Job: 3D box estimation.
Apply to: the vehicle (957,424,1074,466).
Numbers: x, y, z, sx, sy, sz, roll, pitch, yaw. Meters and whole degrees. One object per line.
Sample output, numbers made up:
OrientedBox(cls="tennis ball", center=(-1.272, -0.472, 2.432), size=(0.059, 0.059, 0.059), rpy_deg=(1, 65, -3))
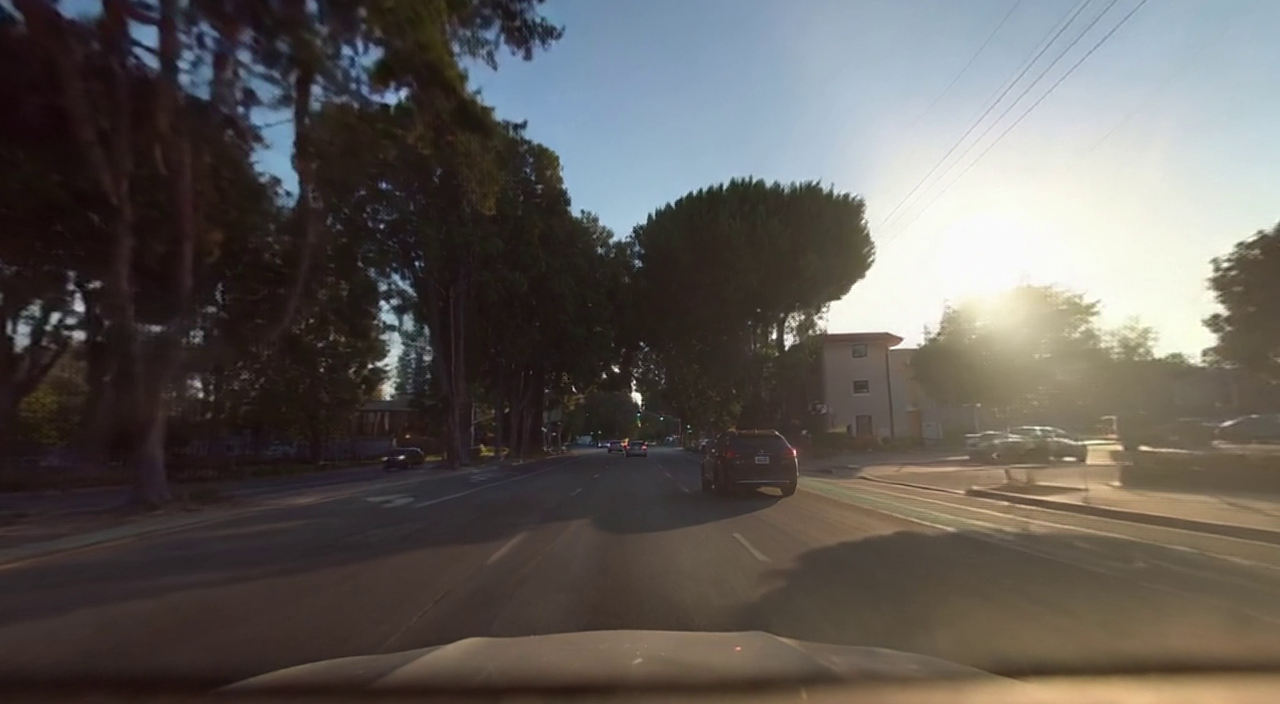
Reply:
OrientedBox(cls="vehicle", center=(17.386, 4.347, 29.508), size=(2.131, 1.782, 5.183), rpy_deg=(0, -8, -2))

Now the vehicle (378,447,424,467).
OrientedBox(cls="vehicle", center=(-18.172, 7.991, 48.049), size=(1.865, 1.452, 4.504), rpy_deg=(0, -8, -1))

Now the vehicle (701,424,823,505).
OrientedBox(cls="vehicle", center=(2.743, 2.636, 15.164), size=(2.022, 1.656, 4.025), rpy_deg=(0, -8, -1))
